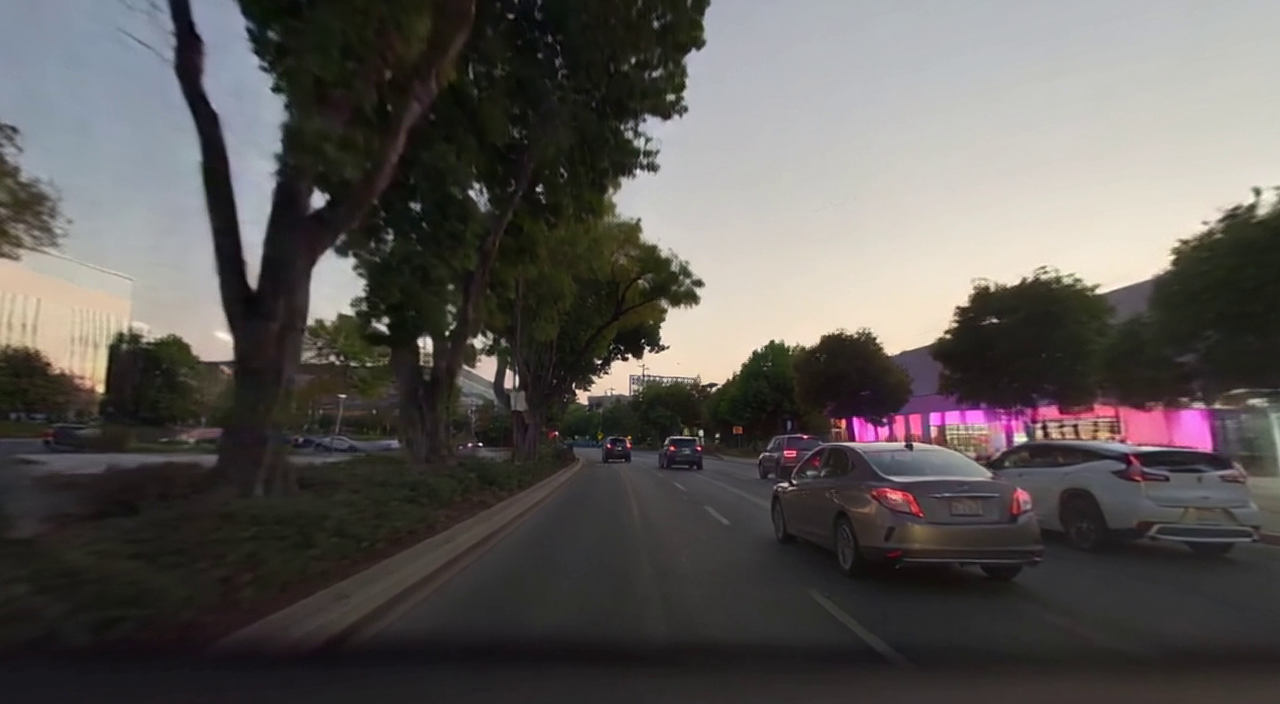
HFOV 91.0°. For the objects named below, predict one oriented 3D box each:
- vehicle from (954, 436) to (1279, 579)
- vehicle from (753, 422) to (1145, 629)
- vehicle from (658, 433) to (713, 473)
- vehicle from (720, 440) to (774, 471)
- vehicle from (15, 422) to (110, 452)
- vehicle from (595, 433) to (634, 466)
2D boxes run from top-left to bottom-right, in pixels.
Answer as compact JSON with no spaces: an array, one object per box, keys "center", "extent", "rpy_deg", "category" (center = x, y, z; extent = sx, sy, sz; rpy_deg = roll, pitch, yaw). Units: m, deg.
[{"center":[6.466,1.929,8.701],"extent":[1.917,1.457,4.274],"rpy_deg":[1,-8,-2],"category":"vehicle"},{"center":[2.597,1.556,6.673],"extent":[1.883,1.452,4.258],"rpy_deg":[1,-8,-2],"category":"vehicle"},{"center":[2.104,4.794,30.063],"extent":[2.000,1.745,4.206],"rpy_deg":[1,-8,-4],"category":"vehicle"},{"center":[5.882,5.736,35.195],"extent":[1.954,1.606,4.423],"rpy_deg":[1,-8,-4],"category":"vehicle"},{"center":[-35.605,5.292,38.967],"extent":[1.914,1.698,4.686],"rpy_deg":[1,-8,-9],"category":"vehicle"},{"center":[-1.564,5.754,37.245],"extent":[2.051,1.798,4.168],"rpy_deg":[1,-8,-5],"category":"vehicle"}]
